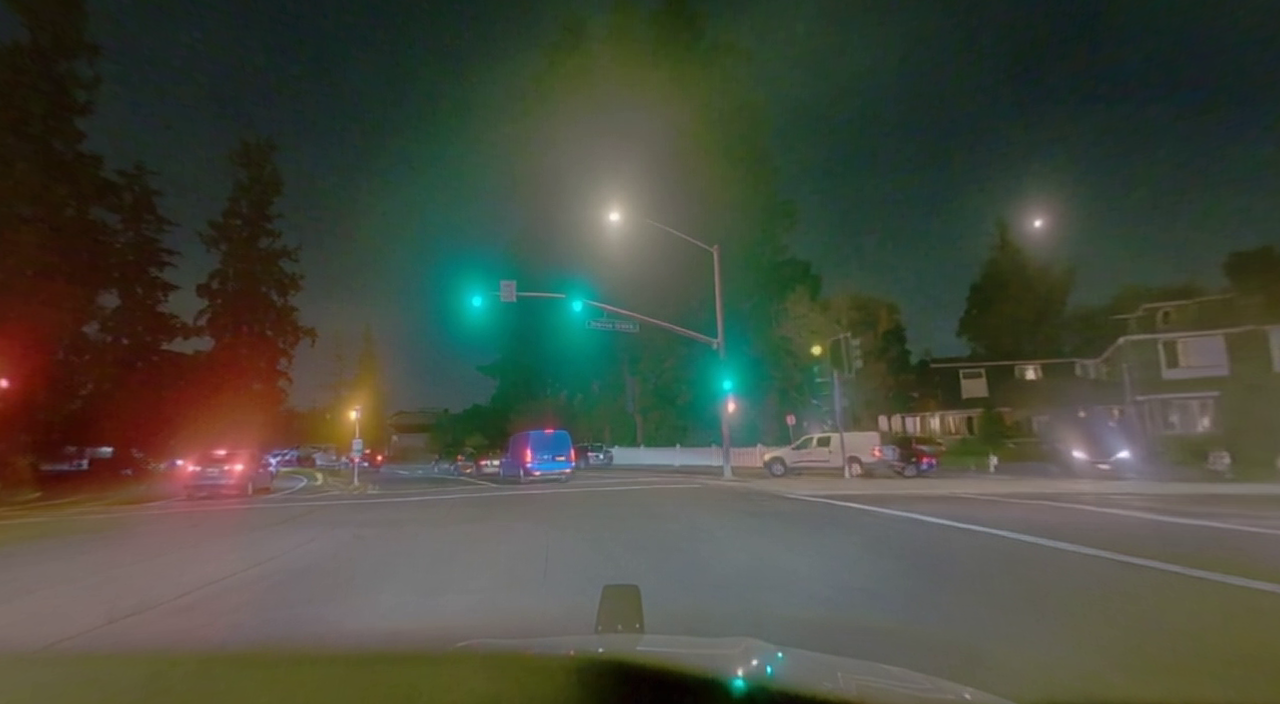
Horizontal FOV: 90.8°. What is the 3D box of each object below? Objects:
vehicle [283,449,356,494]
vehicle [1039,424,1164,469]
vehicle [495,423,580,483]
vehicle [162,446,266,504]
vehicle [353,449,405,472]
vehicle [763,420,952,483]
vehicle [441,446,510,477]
[{"bbox_3d":[-11.516,4.256,22.967,1.952,1.461,4.377,3,-9,-22],"label":"vehicle"},{"bbox_3d":[20.589,4.166,28.246,4.268,1.765,1.989,-6,-7,40],"label":"vehicle"},{"bbox_3d":[-4.184,4.007,25.183,2.213,2.124,4.809,4,-9,-23],"label":"vehicle"},{"bbox_3d":[-14.773,4.221,22.220,2.078,1.783,4.670,4,-9,-23],"label":"vehicle"},{"bbox_3d":[-18.301,7.540,44.270,1.911,1.493,4.291,8,-12,-42],"label":"vehicle"},{"bbox_3d":[7.928,3.684,23.588,6.104,2.026,2.514,-8,-12,42],"label":"vehicle"},{"bbox_3d":[-8.396,5.492,31.988,2.008,1.445,4.386,6,-10,-33],"label":"vehicle"}]
